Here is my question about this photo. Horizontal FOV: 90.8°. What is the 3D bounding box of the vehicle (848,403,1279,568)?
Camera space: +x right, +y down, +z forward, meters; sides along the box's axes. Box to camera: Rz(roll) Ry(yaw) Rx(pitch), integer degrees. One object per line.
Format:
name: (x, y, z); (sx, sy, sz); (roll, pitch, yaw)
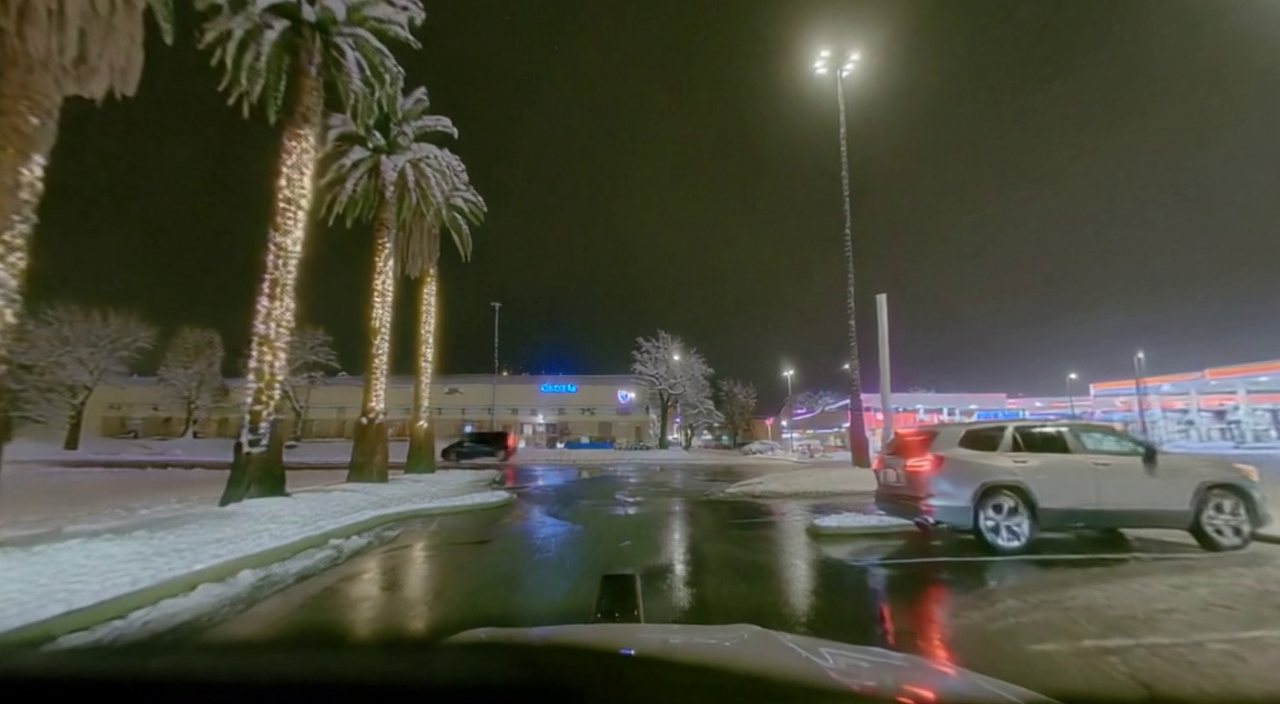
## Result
vehicle: (5.434, 1.654, 8.325); (4.560, 1.818, 2.148); (0, -8, -4)
